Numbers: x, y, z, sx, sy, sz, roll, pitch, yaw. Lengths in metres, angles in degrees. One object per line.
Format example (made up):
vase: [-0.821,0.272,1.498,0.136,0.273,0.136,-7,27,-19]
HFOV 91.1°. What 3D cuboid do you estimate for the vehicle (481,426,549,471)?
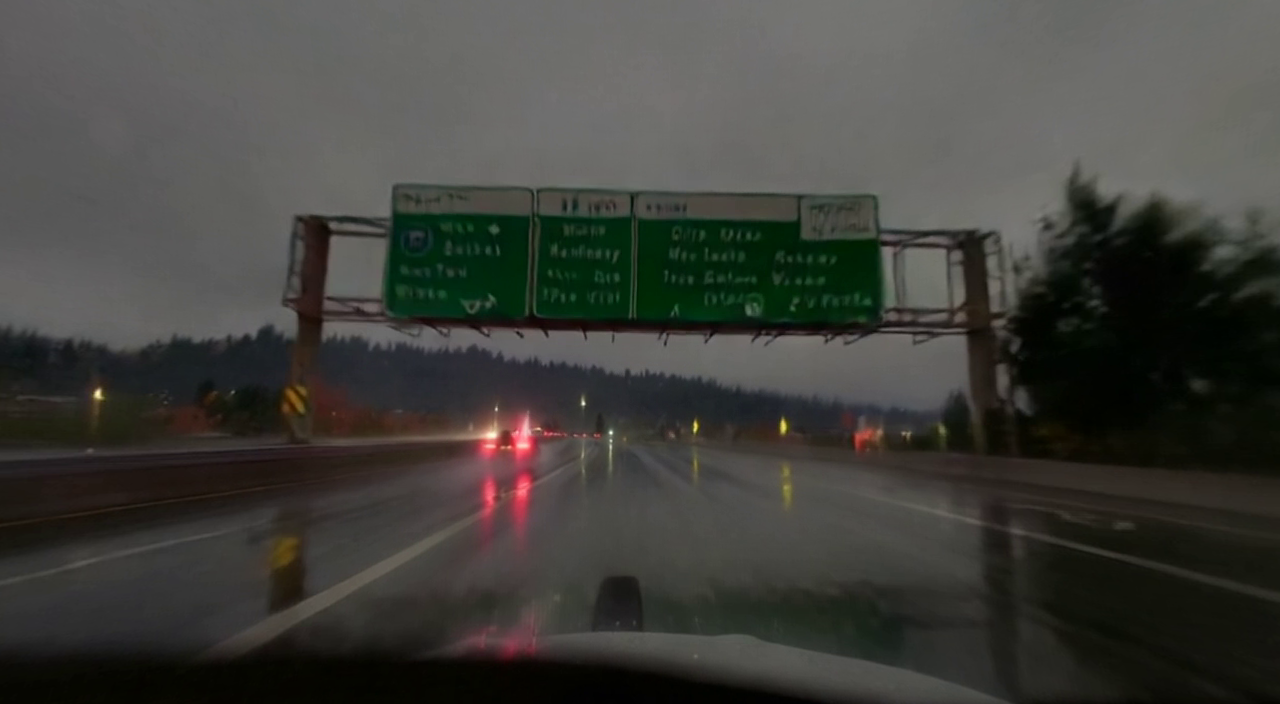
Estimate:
vehicle: [-4.653,3.650,24.010,1.878,1.548,3.966,0,-8,-2]
